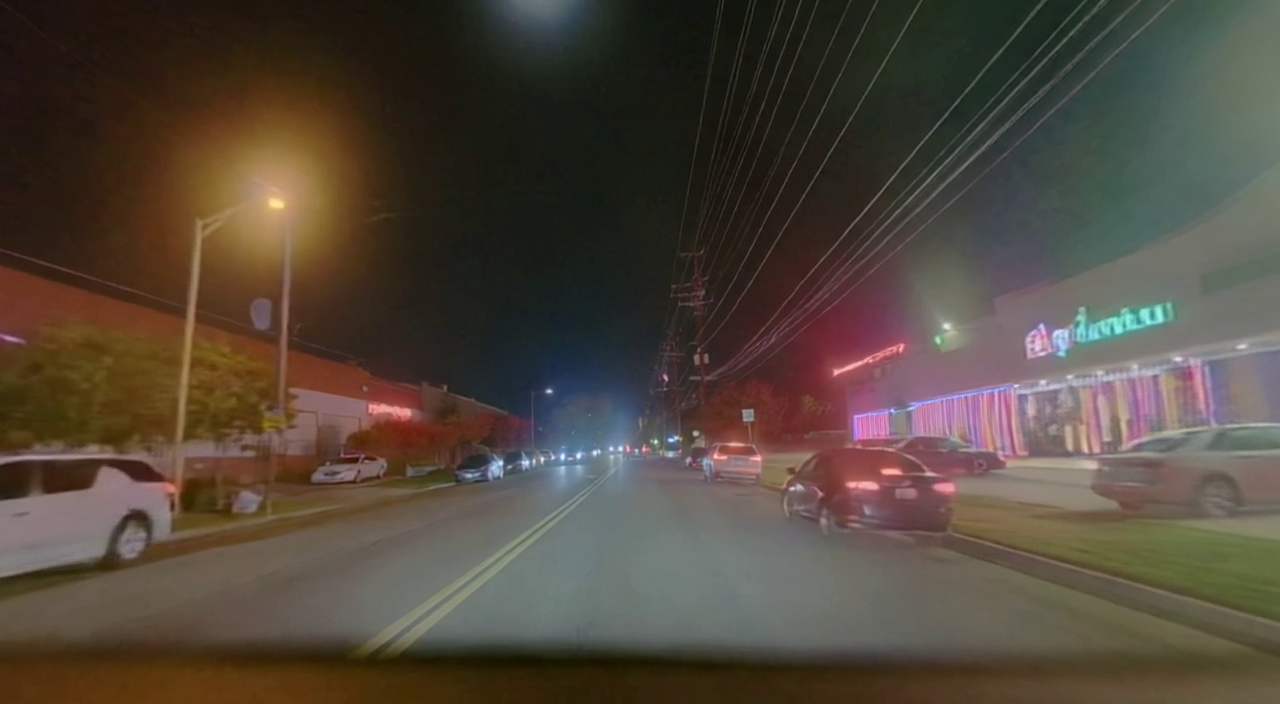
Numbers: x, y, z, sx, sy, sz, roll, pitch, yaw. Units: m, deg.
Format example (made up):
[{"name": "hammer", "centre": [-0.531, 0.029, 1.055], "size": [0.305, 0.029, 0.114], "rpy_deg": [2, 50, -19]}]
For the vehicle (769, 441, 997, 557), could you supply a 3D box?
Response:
[{"name": "vehicle", "centre": [3.562, 2.207, 10.335], "size": [1.866, 1.439, 4.482], "rpy_deg": [0, -8, -1]}]

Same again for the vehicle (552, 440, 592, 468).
[{"name": "vehicle", "centre": [-5.098, 7.645, 47.599], "size": [2.152, 1.918, 4.217], "rpy_deg": [-3, -9, 5]}]

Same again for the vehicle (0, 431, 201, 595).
[{"name": "vehicle", "centre": [-8.263, 1.883, 7.474], "size": [1.986, 1.831, 5.678], "rpy_deg": [-1, -9, 1]}]

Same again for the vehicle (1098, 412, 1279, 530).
[{"name": "vehicle", "centre": [10.290, 1.755, 9.812], "size": [4.744, 1.610, 1.921], "rpy_deg": [-2, -8, 1]}]

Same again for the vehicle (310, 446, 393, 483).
[{"name": "vehicle", "centre": [-14.813, 5.800, 32.814], "size": [1.969, 1.741, 5.148], "rpy_deg": [0, -9, -1]}]

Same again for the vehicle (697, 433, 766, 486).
[{"name": "vehicle", "centre": [3.459, 4.208, 24.804], "size": [2.025, 1.843, 4.883], "rpy_deg": [-1, -9, 1]}]

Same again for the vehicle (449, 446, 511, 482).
[{"name": "vehicle", "centre": [-8.419, 5.916, 33.801], "size": [2.113, 1.665, 5.062], "rpy_deg": [0, -7, -2]}]
